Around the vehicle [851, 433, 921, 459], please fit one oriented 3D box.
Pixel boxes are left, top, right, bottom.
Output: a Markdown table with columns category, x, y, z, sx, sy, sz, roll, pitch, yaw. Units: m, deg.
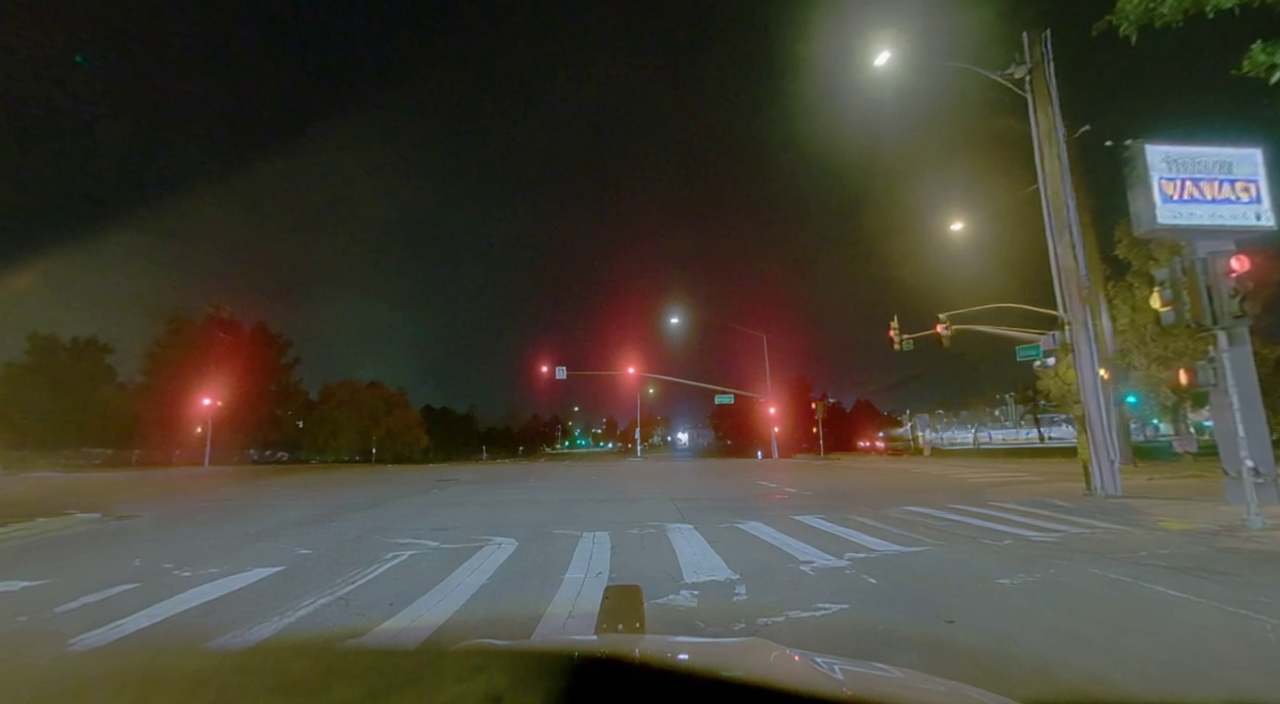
| category | x | y | z | sx | sy | sz | roll | pitch | yaw |
| --- | --- | --- | --- | --- | --- | --- | --- | --- | --- |
| vehicle | 17.632 | 6.747 | 45.235 | 4.600 | 1.783 | 1.970 | 4 | -10 | -26 |
